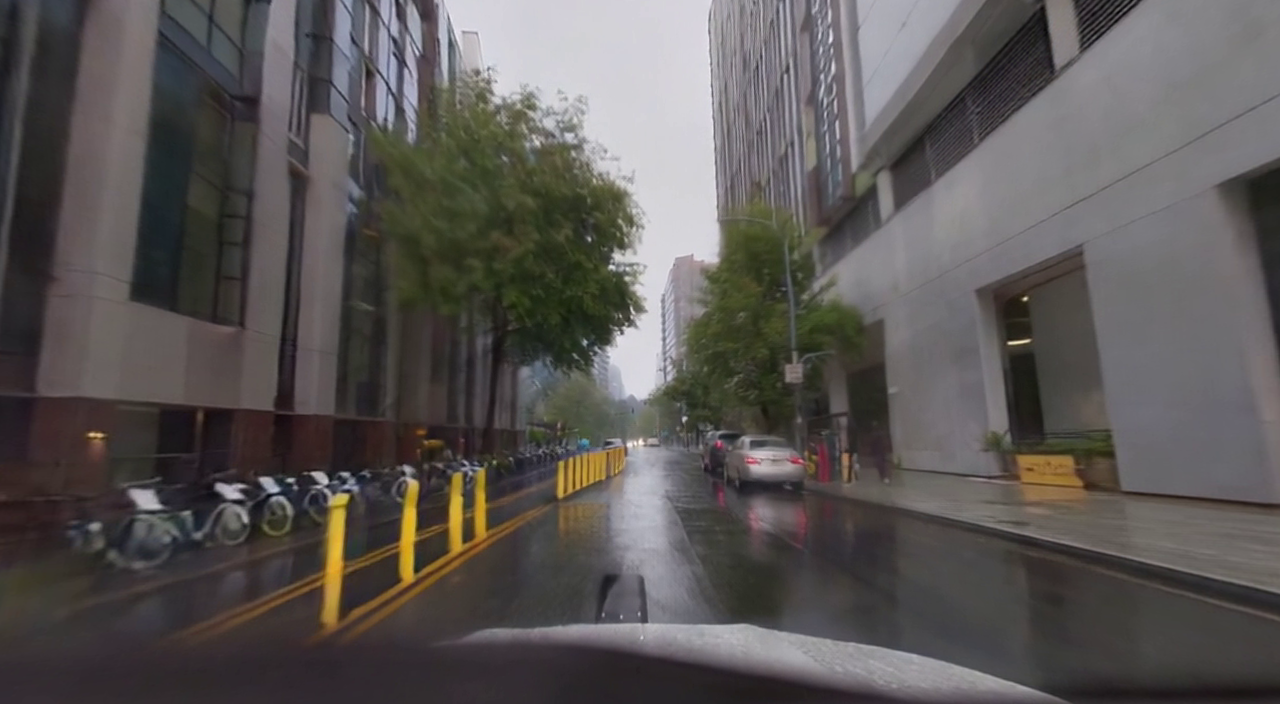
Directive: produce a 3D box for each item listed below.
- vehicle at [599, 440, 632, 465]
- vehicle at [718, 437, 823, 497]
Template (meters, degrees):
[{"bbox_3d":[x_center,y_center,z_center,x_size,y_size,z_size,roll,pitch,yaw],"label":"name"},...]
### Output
[{"bbox_3d":[-1.575,6.615,41.683,2.035,1.506,4.075,-1,-8,-1],"label":"vehicle"},{"bbox_3d":[3.601,3.242,18.287,2.020,1.448,4.220,-1,-8,-1],"label":"vehicle"}]
